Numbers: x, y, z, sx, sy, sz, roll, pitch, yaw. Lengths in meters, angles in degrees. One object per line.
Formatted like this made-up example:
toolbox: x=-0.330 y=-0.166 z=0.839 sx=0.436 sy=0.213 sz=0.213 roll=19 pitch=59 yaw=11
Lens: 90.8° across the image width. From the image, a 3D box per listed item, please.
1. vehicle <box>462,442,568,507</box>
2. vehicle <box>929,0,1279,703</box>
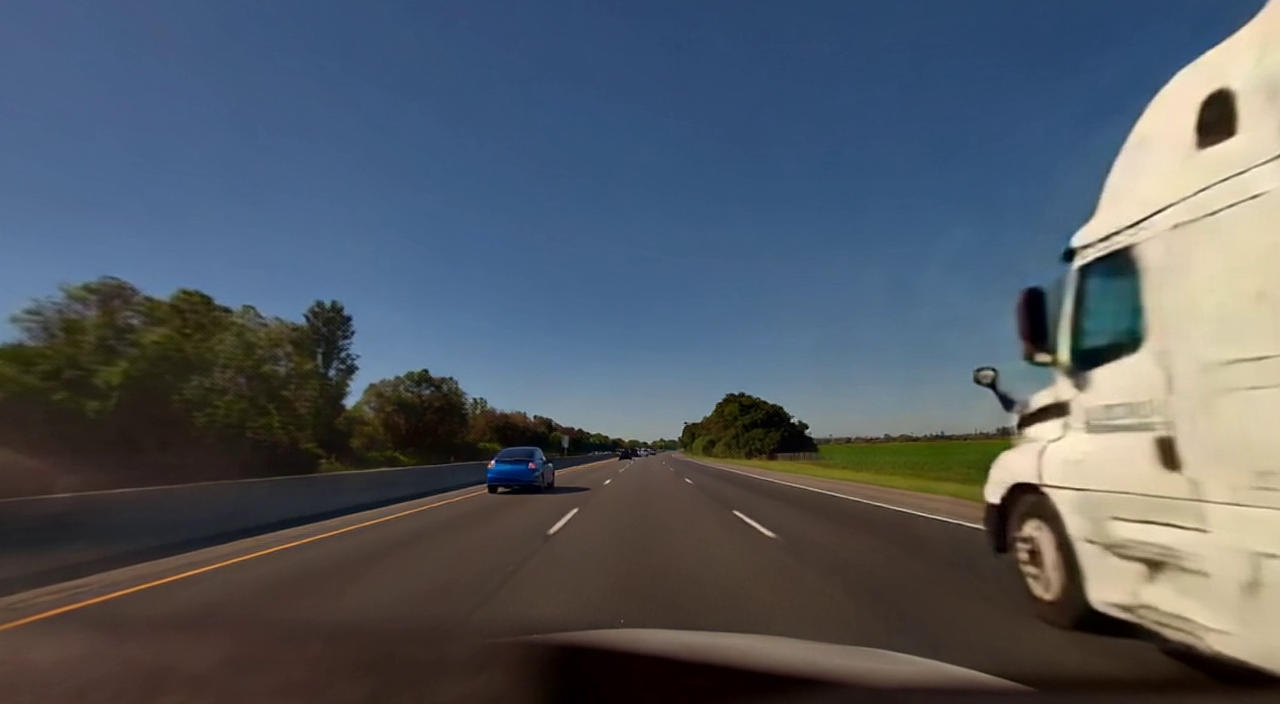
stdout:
vehicle: x=-3.250 y=3.268 z=17.343 sx=1.945 sy=1.537 sz=4.294 roll=0 pitch=-9 yaw=1
vehicle: x=4.428 y=-0.084 z=3.129 sx=3.042 sy=3.890 sz=5.873 roll=0 pitch=-9 yaw=0
